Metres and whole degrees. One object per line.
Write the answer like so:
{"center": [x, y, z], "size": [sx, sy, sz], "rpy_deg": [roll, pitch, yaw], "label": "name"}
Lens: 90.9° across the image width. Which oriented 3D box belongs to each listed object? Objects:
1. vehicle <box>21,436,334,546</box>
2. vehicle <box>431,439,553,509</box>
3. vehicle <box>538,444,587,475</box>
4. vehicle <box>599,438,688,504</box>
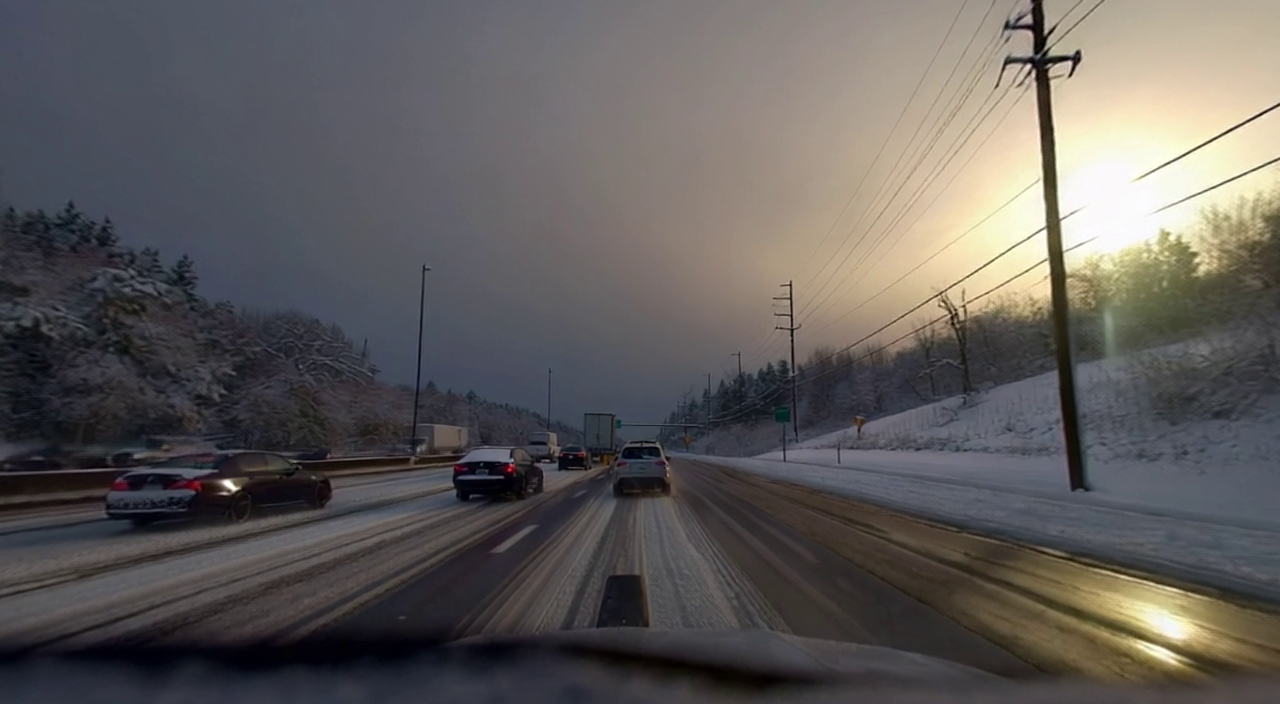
{"center": [-7.305, 2.204, 10.741], "size": [1.867, 1.445, 4.499], "rpy_deg": [0, -9, 1], "label": "vehicle"}
{"center": [-3.442, 2.905, 15.523], "size": [1.912, 1.464, 4.115], "rpy_deg": [0, -9, 1], "label": "vehicle"}
{"center": [-3.834, 5.377, 31.734], "size": [2.013, 1.437, 3.801], "rpy_deg": [0, -9, 0], "label": "vehicle"}
{"center": [0.012, 3.062, 16.699], "size": [2.018, 1.470, 4.491], "rpy_deg": [0, -9, -2], "label": "vehicle"}
